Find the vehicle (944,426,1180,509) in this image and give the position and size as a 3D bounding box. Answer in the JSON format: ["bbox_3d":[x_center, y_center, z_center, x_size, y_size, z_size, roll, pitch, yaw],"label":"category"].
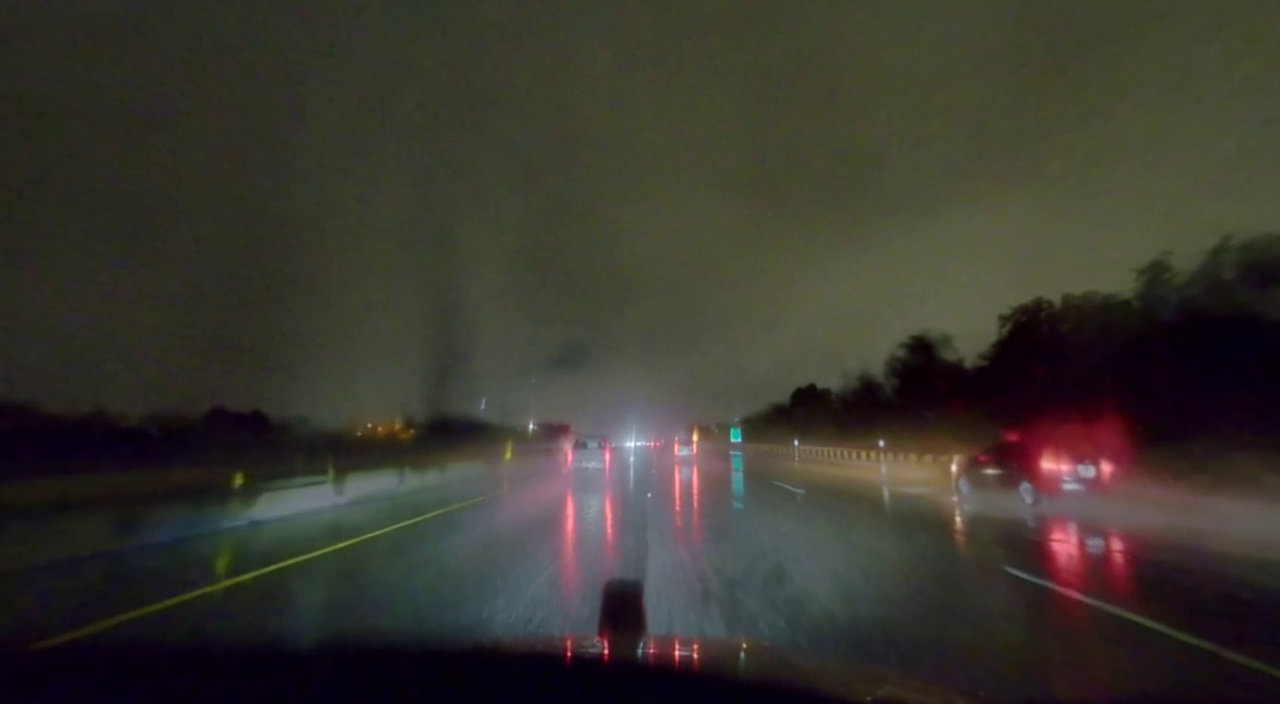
[{"bbox_3d":[8.963,2.485,14.059,1.870,1.493,5.015,0,-8,1],"label":"vehicle"}]

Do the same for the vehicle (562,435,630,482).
[{"bbox_3d":[-1.513,3.876,23.200,2.050,1.546,4.344,-1,-8,2],"label":"vehicle"}]

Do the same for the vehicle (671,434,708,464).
[{"bbox_3d":[3.005,6.014,38.998,2.063,1.698,4.355,0,-8,1],"label":"vehicle"}]
